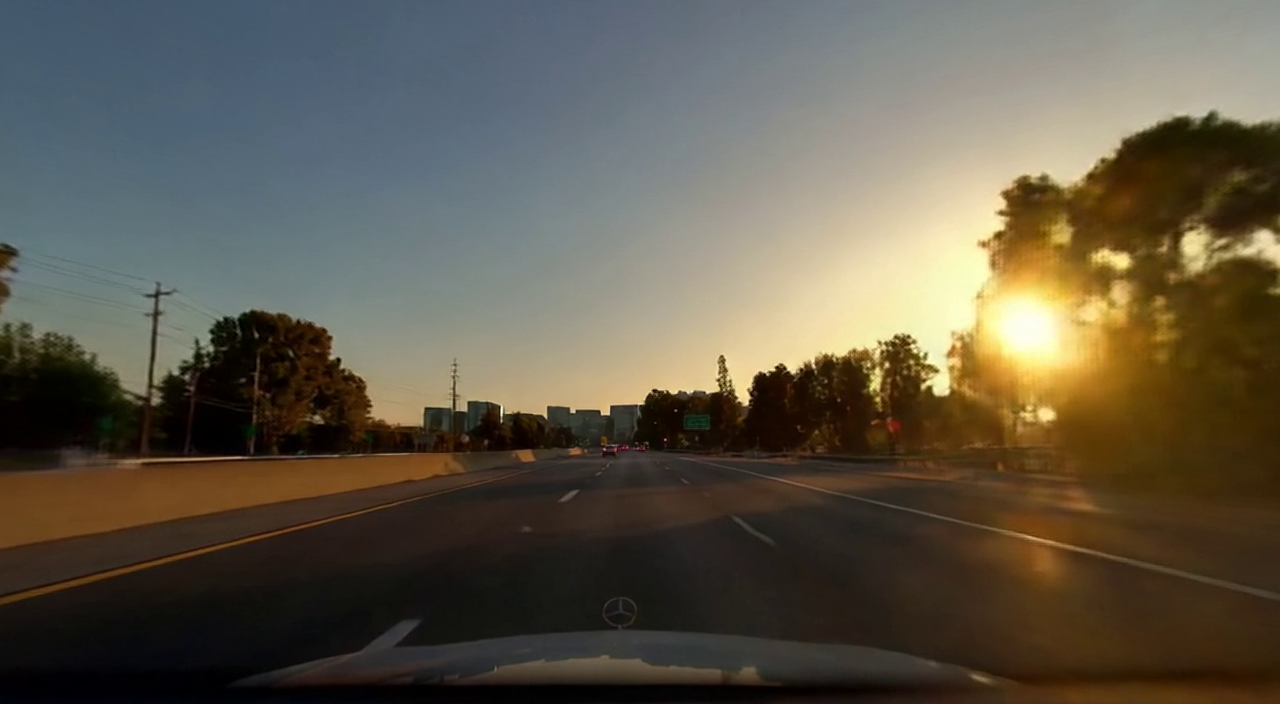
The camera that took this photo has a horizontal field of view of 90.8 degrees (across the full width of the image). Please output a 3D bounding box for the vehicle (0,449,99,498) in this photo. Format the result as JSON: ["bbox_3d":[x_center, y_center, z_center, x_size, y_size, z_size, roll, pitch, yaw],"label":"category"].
[{"bbox_3d":[-21.245,4.042,21.219,1.946,1.512,4.747,0,-9,0],"label":"vehicle"}]
